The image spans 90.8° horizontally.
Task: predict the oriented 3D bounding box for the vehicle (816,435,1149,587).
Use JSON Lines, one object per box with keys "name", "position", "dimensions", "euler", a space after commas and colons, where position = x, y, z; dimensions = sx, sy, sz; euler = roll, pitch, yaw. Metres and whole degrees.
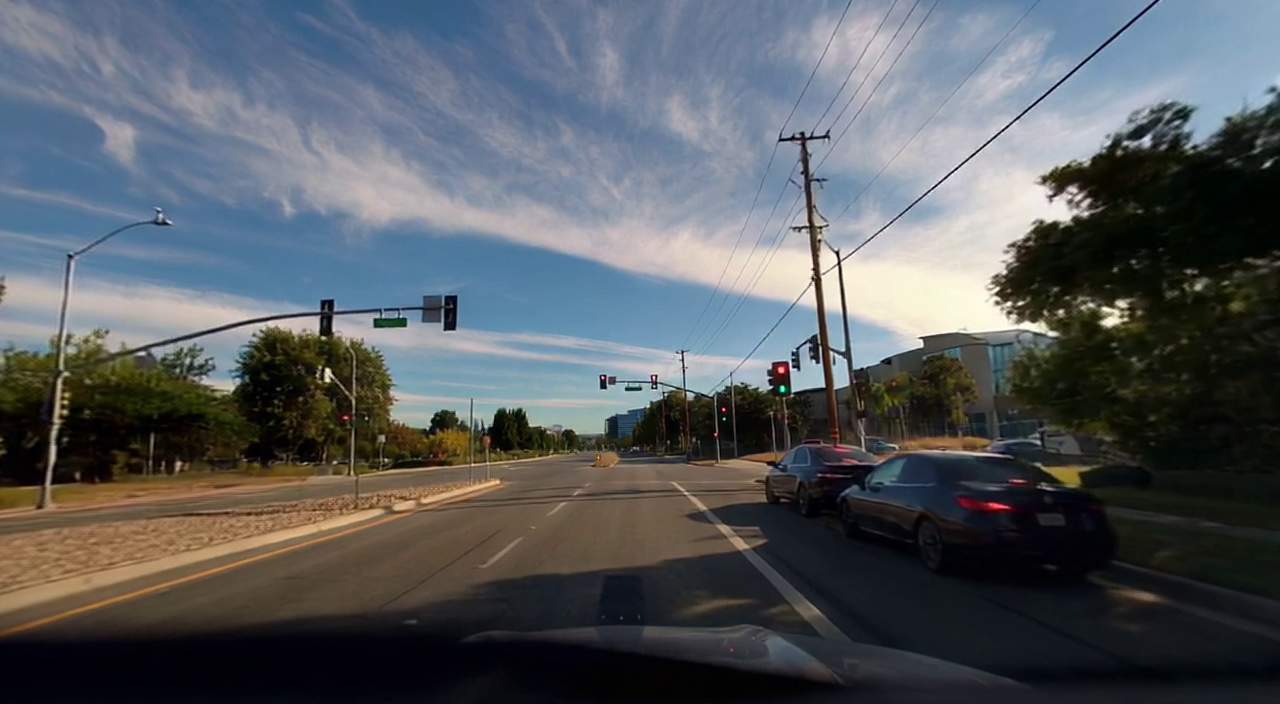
{"name": "vehicle", "position": [3.955, 1.895, 8.446], "dimensions": [1.833, 1.444, 4.589], "euler": [0, -9, -1]}
